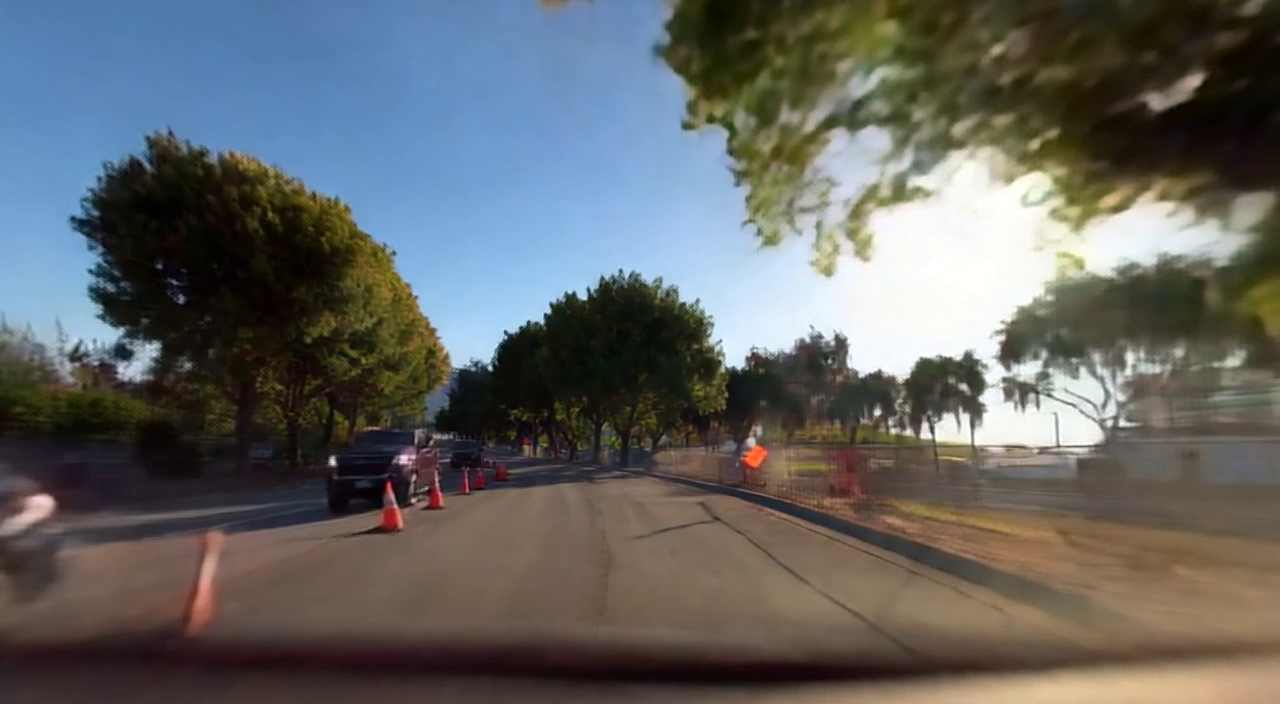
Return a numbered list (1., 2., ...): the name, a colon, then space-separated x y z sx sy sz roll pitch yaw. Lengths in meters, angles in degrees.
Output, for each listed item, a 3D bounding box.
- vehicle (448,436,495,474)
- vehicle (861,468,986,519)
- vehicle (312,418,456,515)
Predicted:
1. vehicle: -9.081 5.578 34.440 2.193 1.885 4.474 1 -9 -12
2. vehicle: 11.901 5.894 26.573 4.549 1.745 1.960 2 -5 -16
3. vehicle: -6.510 2.945 16.771 2.260 2.162 4.555 0 -8 -6
